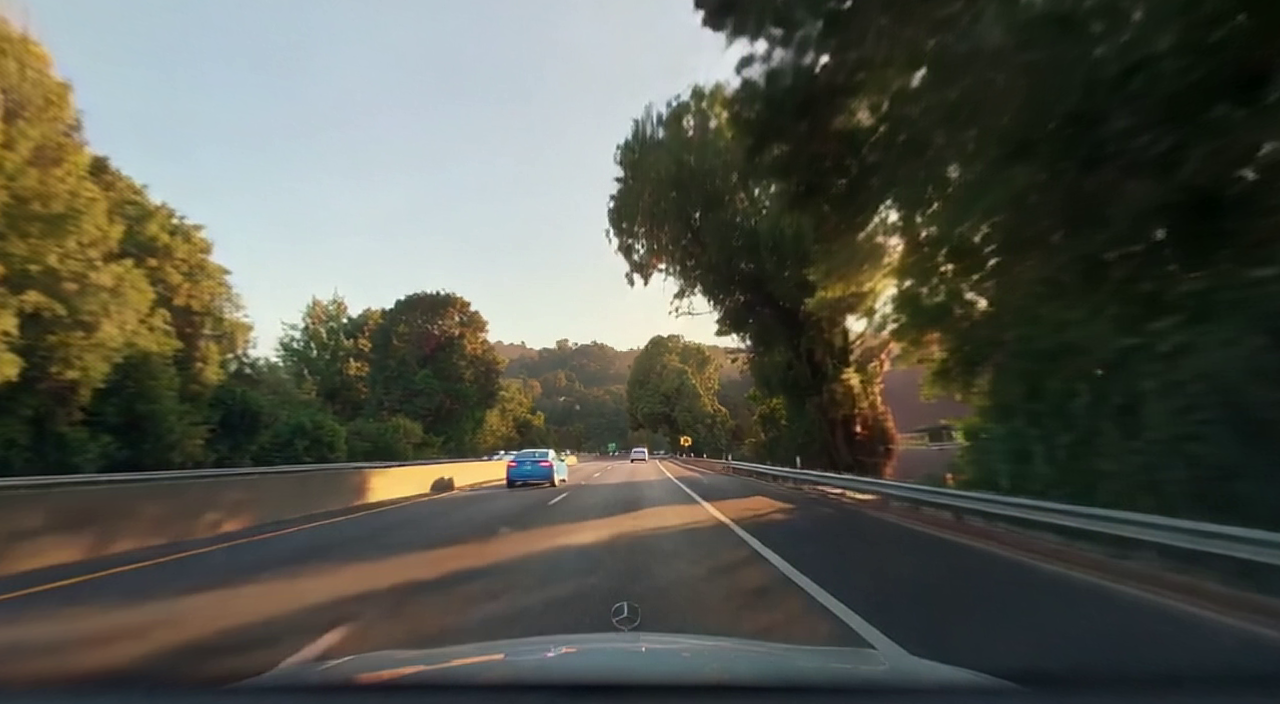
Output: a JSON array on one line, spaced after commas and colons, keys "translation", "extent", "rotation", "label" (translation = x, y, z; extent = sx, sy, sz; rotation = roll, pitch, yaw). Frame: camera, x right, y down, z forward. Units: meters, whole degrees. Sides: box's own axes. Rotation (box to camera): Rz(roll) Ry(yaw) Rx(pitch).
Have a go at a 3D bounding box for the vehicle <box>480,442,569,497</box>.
[{"translation": [-3.621, 3.765, 20.609], "extent": [2.088, 1.586, 4.000], "rotation": [0, -9, 1], "label": "vehicle"}]
